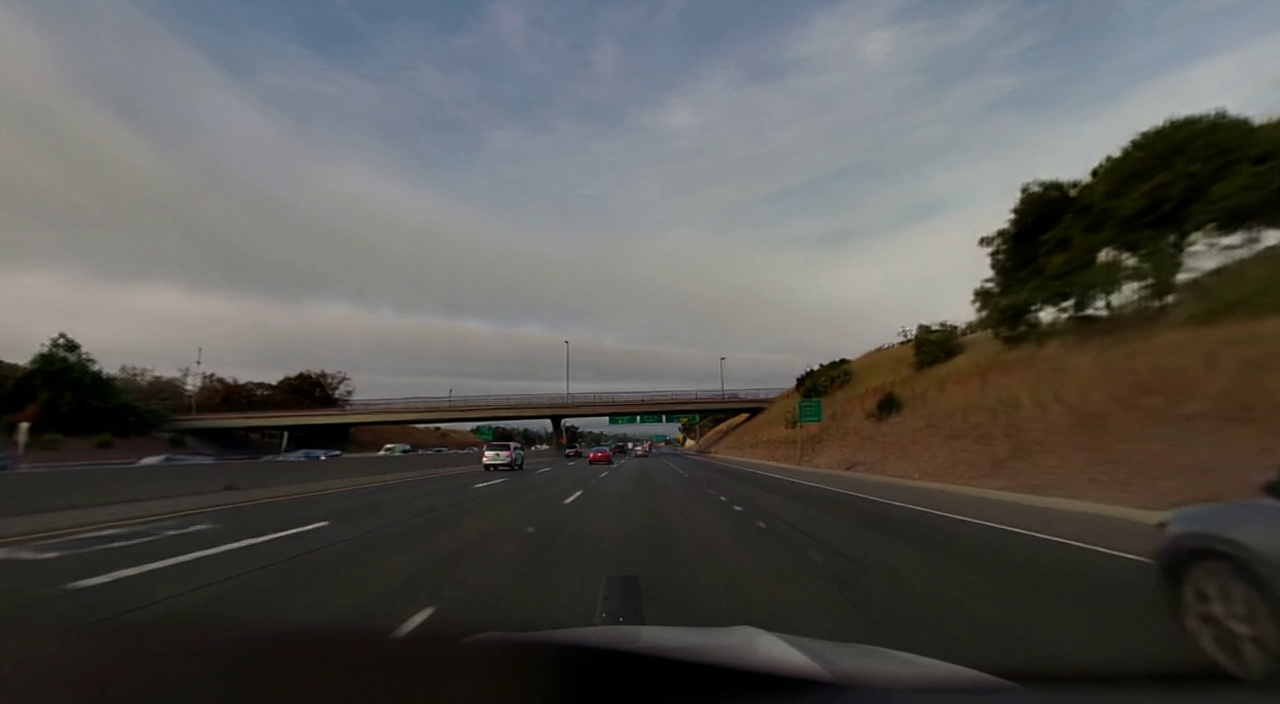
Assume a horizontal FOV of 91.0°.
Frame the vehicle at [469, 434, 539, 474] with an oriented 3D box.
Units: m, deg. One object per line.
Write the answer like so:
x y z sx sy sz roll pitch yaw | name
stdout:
-7.176 5.466 33.916 2.341 1.959 5.684 0 -9 1 | vehicle

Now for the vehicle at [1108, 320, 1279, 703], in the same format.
3.666 0.552 1.390 1.990 1.735 4.276 0 -9 1 | vehicle

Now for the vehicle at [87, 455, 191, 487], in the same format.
-26.441 6.266 33.471 1.864 1.502 4.402 0 -9 0 | vehicle

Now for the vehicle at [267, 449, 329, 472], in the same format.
-26.218 8.308 48.530 1.985 1.697 4.891 0 -9 1 | vehicle
